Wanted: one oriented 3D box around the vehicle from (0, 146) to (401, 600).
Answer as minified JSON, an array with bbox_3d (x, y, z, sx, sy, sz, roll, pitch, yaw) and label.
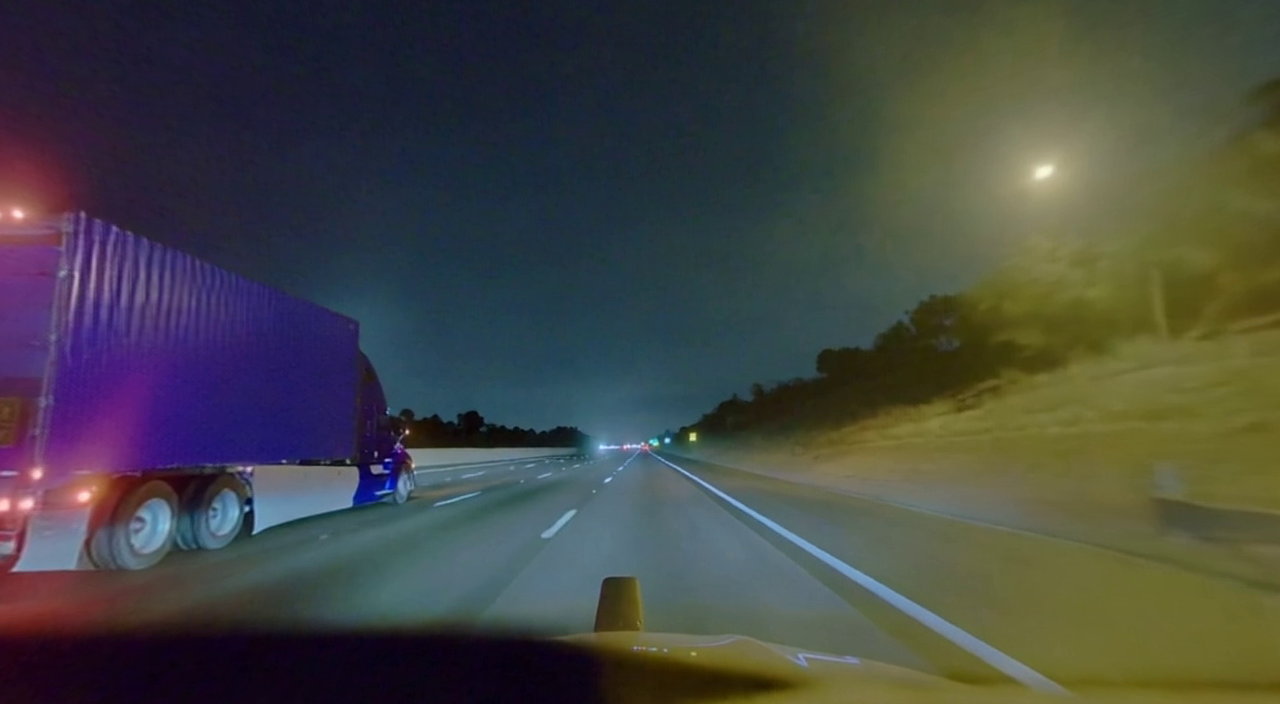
[{"bbox_3d":[-6.982,0.781,9.557,2.996,3.947,8.600,0,-9,2],"label":"vehicle"}]
